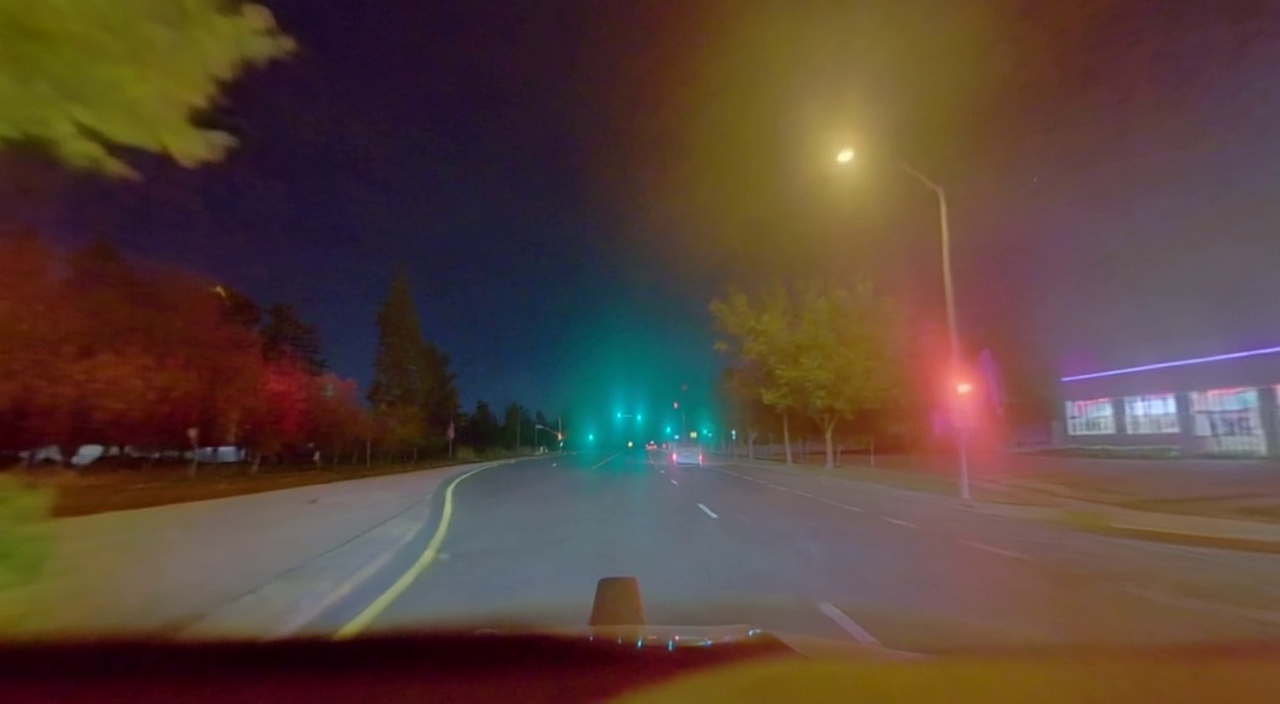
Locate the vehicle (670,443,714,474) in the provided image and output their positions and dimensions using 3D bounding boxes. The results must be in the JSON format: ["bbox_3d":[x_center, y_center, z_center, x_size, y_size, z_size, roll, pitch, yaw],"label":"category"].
[{"bbox_3d":[2.797,5.866,34.908,1.961,1.580,4.020,1,-8,-2],"label":"vehicle"}]
